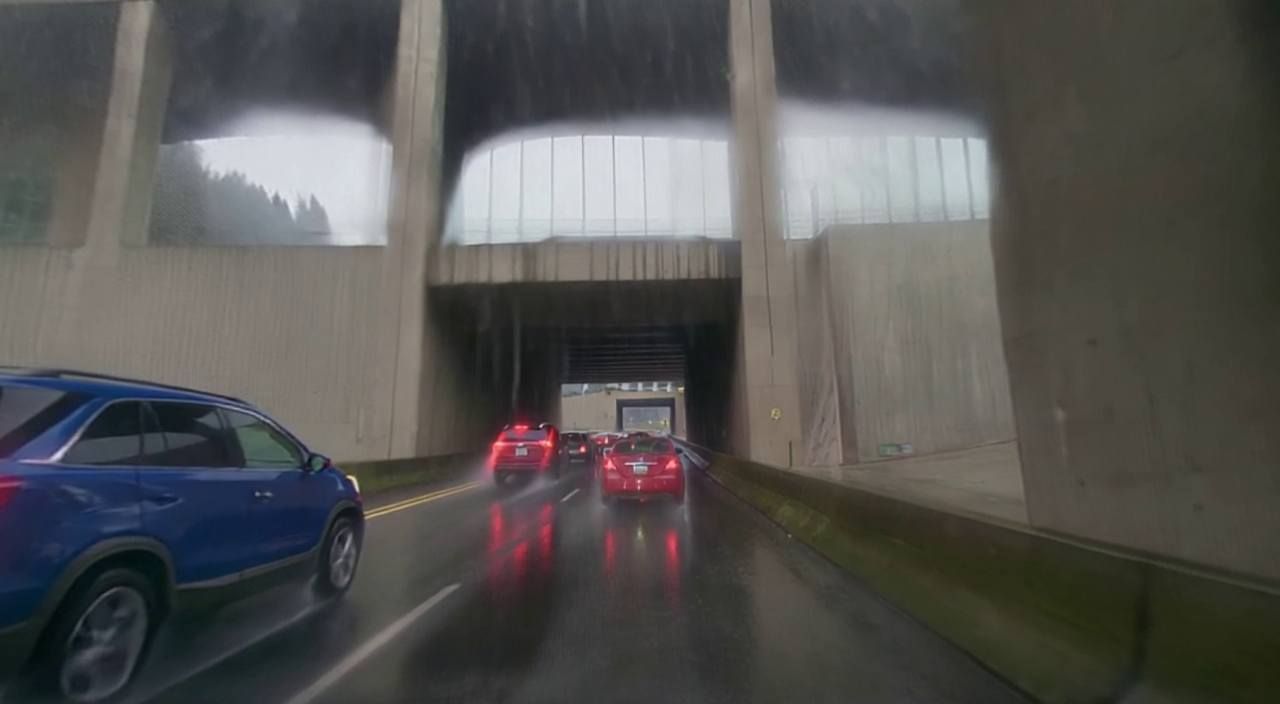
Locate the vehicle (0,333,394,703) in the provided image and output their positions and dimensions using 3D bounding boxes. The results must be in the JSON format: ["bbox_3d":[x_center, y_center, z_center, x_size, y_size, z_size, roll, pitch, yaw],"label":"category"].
[{"bbox_3d":[-3.534,1.037,3.997,2.017,1.761,4.572,0,-8,1],"label":"vehicle"}]

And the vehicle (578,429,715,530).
[{"bbox_3d":[0.130,2.191,11.403,2.020,1.478,4.092,0,-8,1],"label":"vehicle"}]

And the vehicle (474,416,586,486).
[{"bbox_3d":[-3.321,3.185,20.462,2.329,1.948,5.800,-1,-8,3],"label":"vehicle"}]
